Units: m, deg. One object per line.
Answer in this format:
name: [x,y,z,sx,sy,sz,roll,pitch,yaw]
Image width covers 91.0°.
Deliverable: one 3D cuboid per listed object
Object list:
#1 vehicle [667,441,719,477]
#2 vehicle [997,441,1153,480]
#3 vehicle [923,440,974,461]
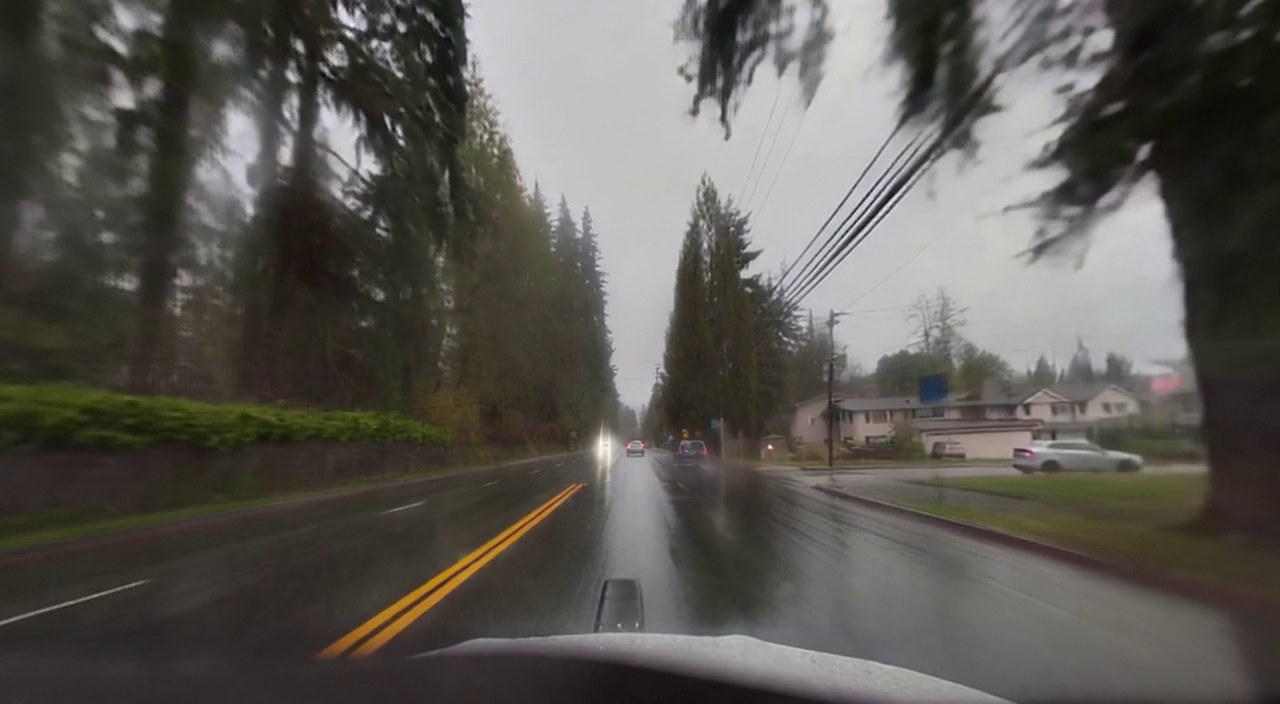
vehicle: [2.335,4.837,28.651,1.975,1.497,3.647,0,-9,-1]
vehicle: [17.023,4.270,24.798,4.672,1.463,1.863,0,-9,2]
vehicle: [22.295,7.138,45.614,1.851,1.458,3.709,0,-9,1]
